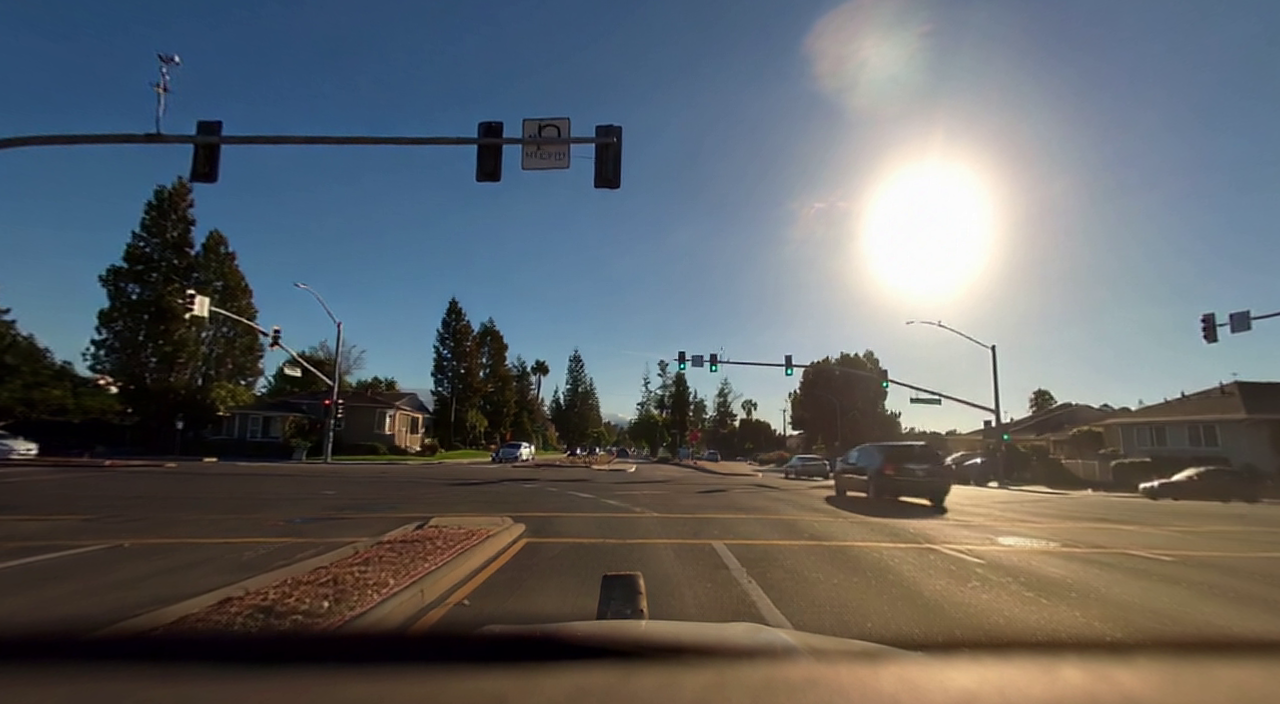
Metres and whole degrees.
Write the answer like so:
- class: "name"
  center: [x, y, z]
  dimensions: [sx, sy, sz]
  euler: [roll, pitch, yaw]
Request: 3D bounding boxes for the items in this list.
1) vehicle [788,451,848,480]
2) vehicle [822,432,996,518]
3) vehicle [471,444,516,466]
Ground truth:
- class: "vehicle"
  center: [9.847, 6.292, 35.239]
  dimensions: [1.947, 1.481, 4.745]
  euler: [0, -9, 0]
- class: "vehicle"
  center: [6.504, 3.019, 16.026]
  dimensions: [2.239, 1.812, 4.812]
  euler: [0, -9, 0]
- class: "vehicle"
  center: [-10.526, 7.415, 45.582]
  dimensions: [2.039, 1.519, 4.356]
  euler: [-1, -9, 2]
